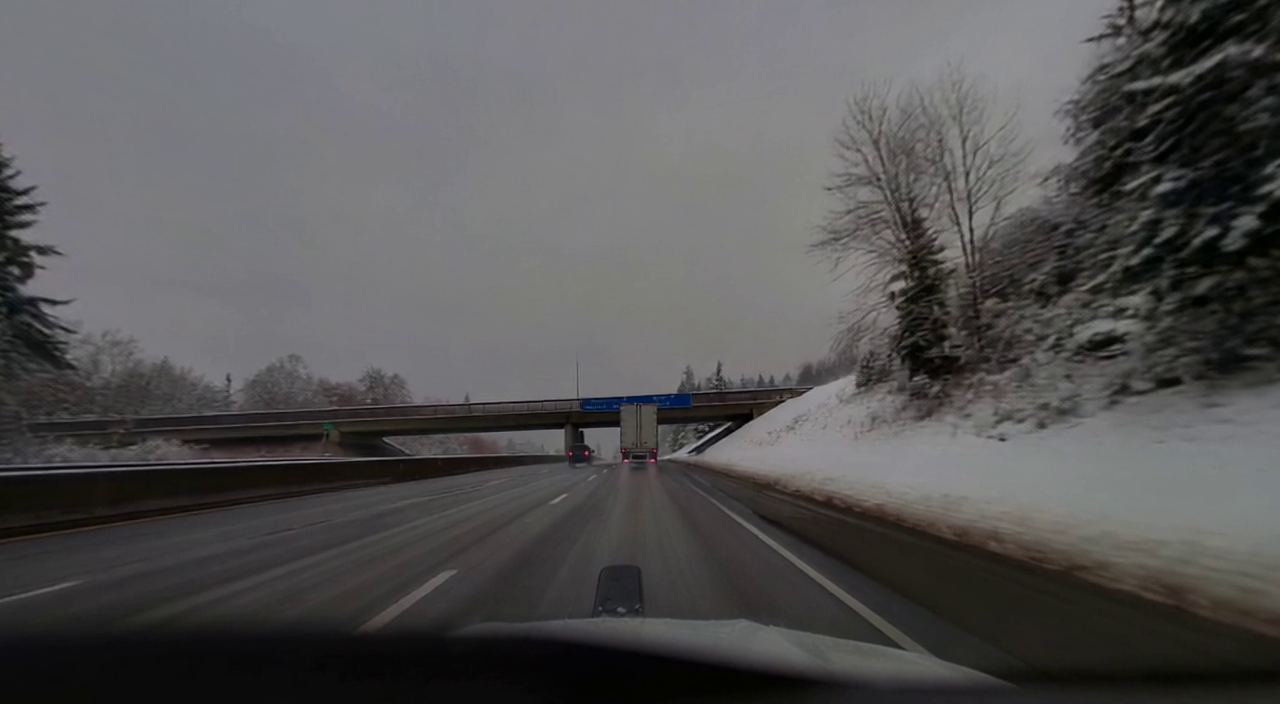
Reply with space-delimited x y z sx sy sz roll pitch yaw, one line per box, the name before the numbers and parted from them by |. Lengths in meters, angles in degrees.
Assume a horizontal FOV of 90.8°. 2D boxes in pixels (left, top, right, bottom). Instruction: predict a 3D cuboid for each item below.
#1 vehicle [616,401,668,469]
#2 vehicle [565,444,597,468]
vehicle | -0.017 5.856 43.557 3.033 3.985 12.383 0 -9 -1
vehicle | -4.171 7.426 44.989 2.005 1.595 4.253 0 -9 -2
